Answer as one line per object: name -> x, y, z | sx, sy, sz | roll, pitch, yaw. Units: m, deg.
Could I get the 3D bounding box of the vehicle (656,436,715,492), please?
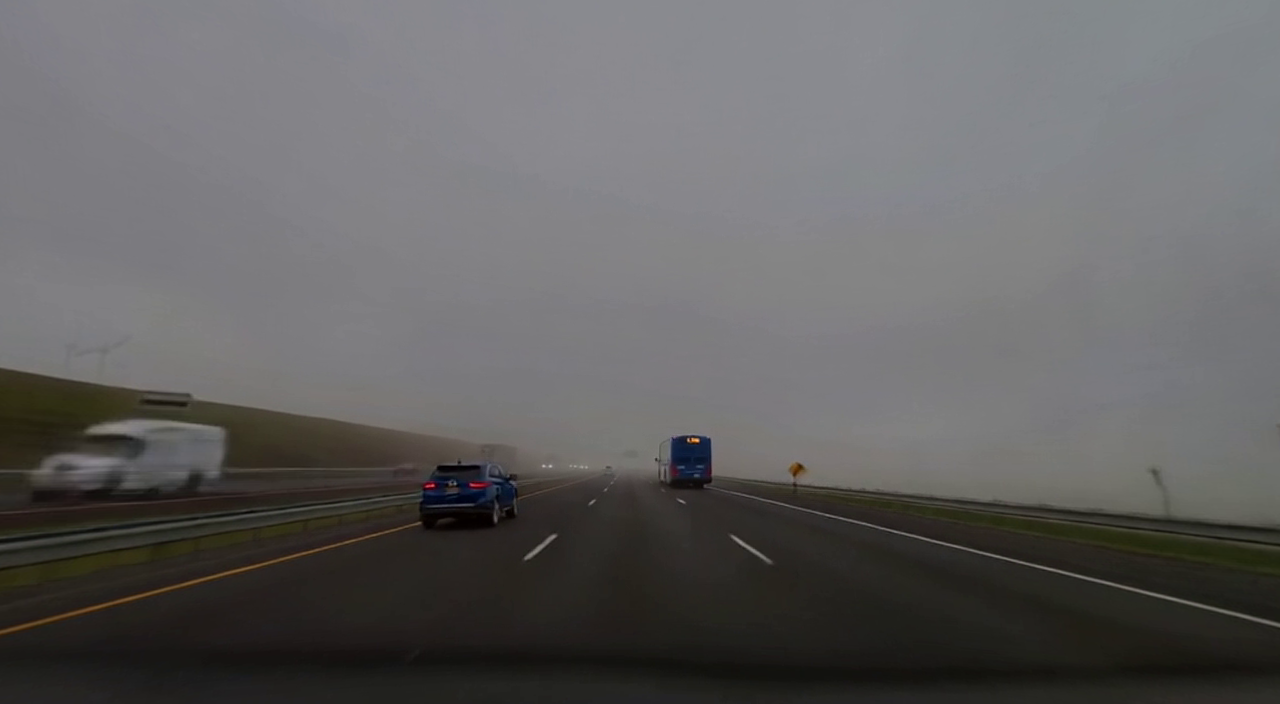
vehicle -> 3.210, 8.691, 48.604 | 2.941, 3.574, 14.463 | 1, -11, -2

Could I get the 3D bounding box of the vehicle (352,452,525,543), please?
vehicle -> -3.975, 2.987, 13.375 | 2.213, 1.568, 4.274 | 1, -11, 0
